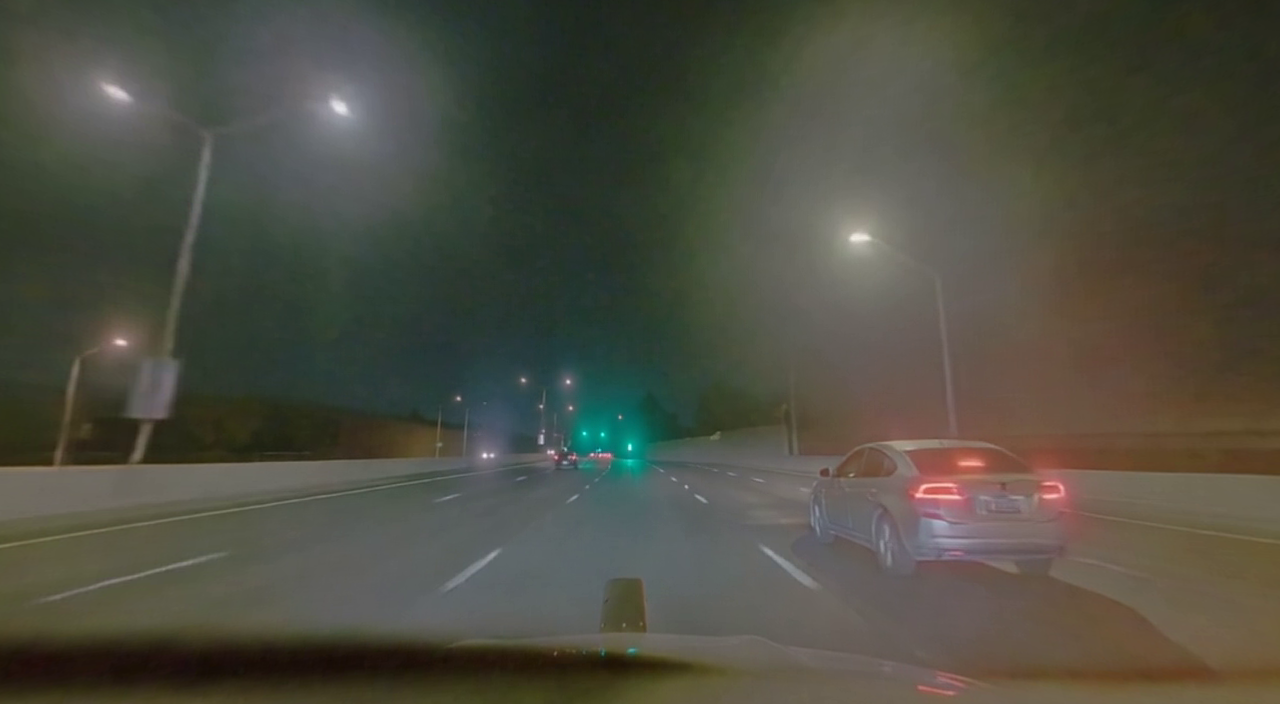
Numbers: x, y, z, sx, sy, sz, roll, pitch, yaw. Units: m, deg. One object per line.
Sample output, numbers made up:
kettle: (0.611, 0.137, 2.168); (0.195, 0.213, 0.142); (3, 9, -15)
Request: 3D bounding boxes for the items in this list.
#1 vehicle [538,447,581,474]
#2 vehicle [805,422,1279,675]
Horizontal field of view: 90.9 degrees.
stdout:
vehicle: (-4.723, 6.377, 37.419); (2.014, 1.481, 4.156); (0, -8, 0)
vehicle: (3.297, 1.533, 6.215); (2.030, 1.490, 4.737); (0, -8, 0)
